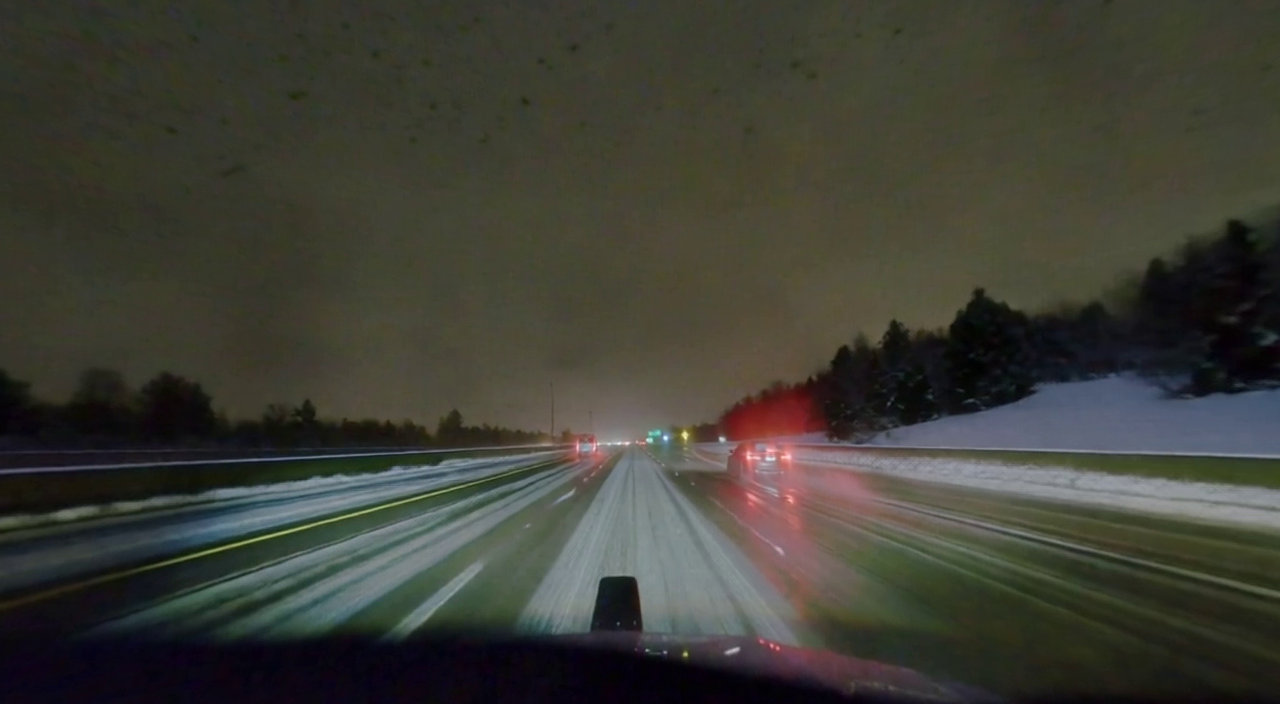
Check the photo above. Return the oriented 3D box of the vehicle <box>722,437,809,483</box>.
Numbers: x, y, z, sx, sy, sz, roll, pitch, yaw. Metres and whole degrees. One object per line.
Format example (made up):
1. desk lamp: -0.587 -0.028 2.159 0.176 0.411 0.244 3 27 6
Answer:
1. vehicle: 4.299 3.790 22.459 2.060 1.485 4.274 0 -9 -2
